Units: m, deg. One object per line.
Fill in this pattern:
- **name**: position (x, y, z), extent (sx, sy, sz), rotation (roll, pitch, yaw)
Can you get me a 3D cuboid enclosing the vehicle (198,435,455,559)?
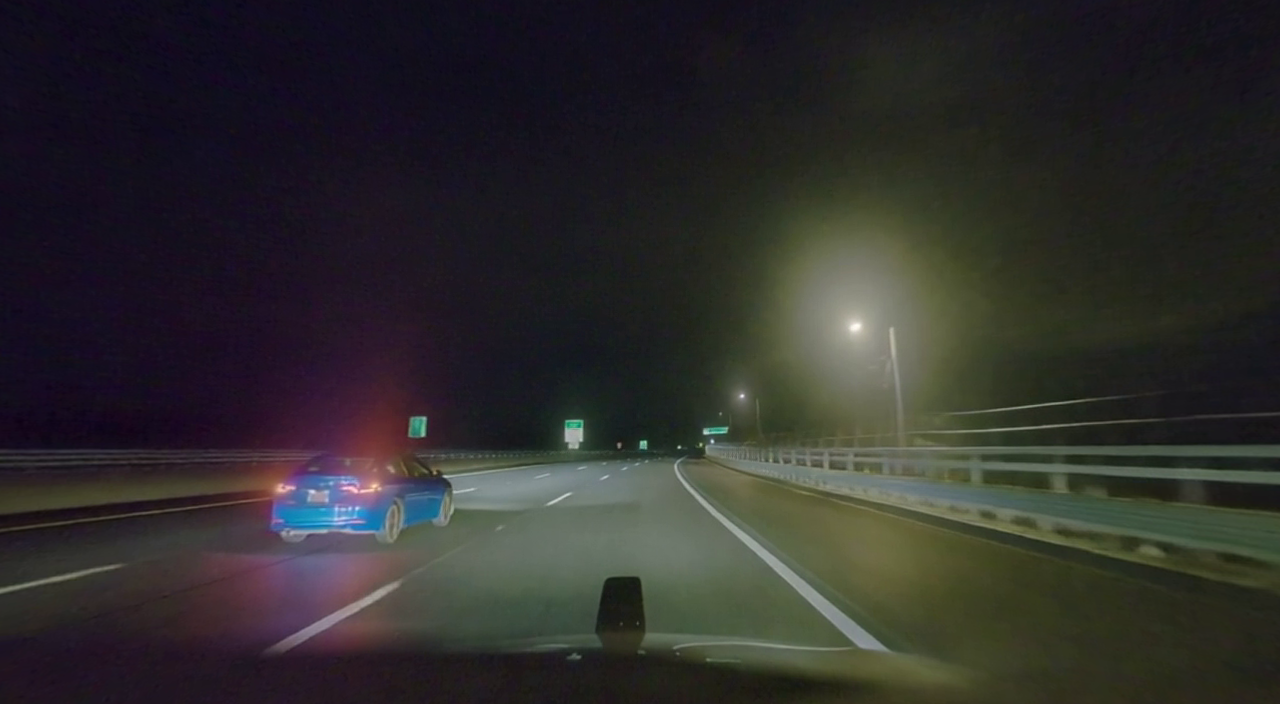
- **vehicle**: position (-4.408, 2.072, 9.670), extent (1.928, 1.504, 3.745), rotation (0, -9, 1)
